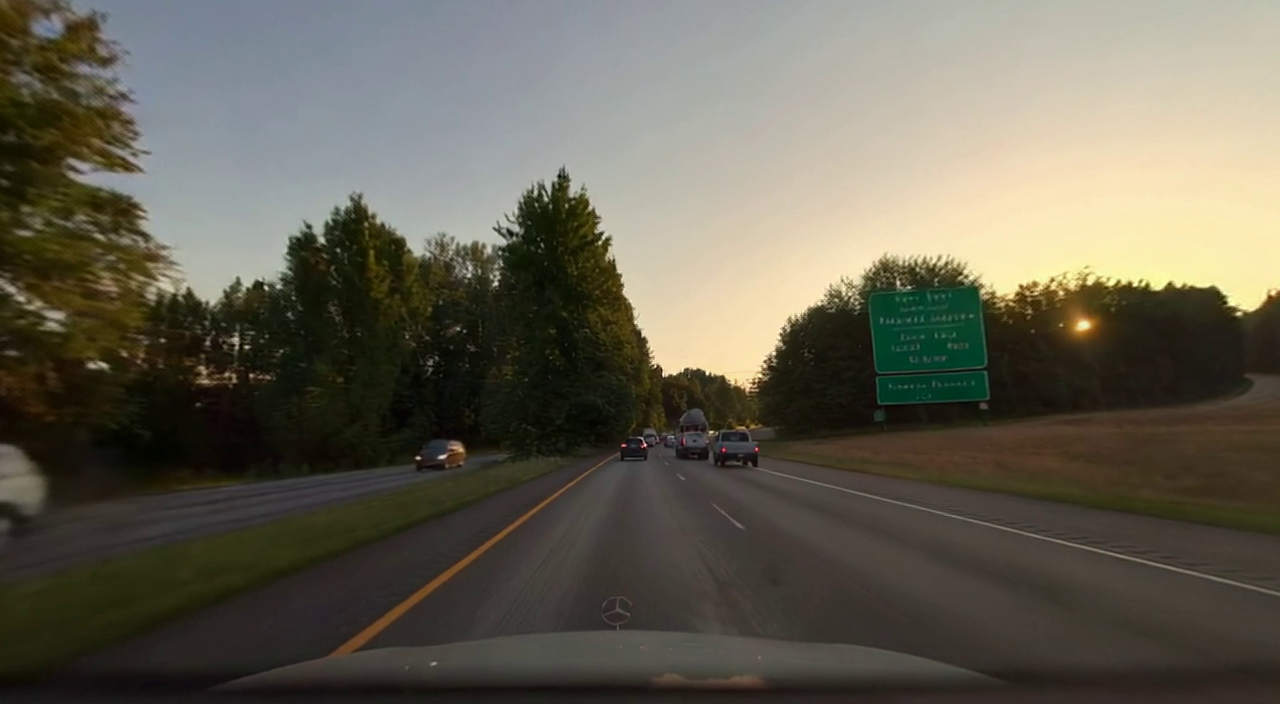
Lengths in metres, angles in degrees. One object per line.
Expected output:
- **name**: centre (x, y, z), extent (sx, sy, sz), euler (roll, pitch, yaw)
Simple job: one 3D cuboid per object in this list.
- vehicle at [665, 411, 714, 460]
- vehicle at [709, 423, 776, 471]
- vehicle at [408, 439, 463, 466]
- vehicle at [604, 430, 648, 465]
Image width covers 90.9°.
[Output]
- **vehicle**: centre (3.297, 5.764, 43.657), extent (2.728, 3.053, 7.708), euler (0, -8, 0)
- **vehicle**: centre (4.310, 4.054, 27.208), extent (2.073, 1.905, 4.023), euler (0, -8, -3)
- **vehicle**: centre (-13.957, 6.876, 43.424), extent (2.227, 1.701, 4.779), euler (0, -8, 0)
- **vehicle**: centre (-0.725, 4.992, 33.184), extent (2.206, 1.681, 4.111), euler (0, -8, -1)
